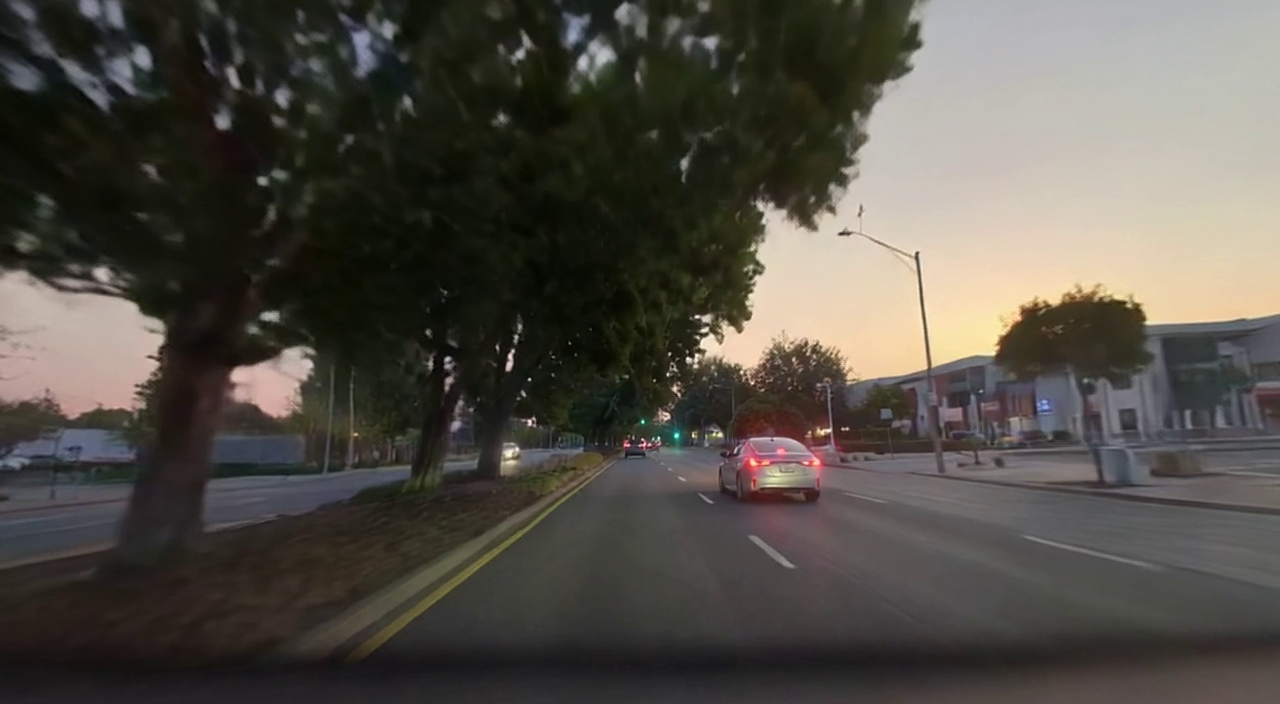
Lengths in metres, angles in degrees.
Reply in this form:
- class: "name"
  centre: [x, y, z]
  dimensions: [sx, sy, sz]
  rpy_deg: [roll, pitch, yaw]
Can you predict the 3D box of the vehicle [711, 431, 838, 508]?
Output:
- class: "vehicle"
  centre: [3.146, 2.855, 15.916]
  dimensions: [1.995, 1.616, 4.729]
  rpy_deg: [0, -8, -2]
